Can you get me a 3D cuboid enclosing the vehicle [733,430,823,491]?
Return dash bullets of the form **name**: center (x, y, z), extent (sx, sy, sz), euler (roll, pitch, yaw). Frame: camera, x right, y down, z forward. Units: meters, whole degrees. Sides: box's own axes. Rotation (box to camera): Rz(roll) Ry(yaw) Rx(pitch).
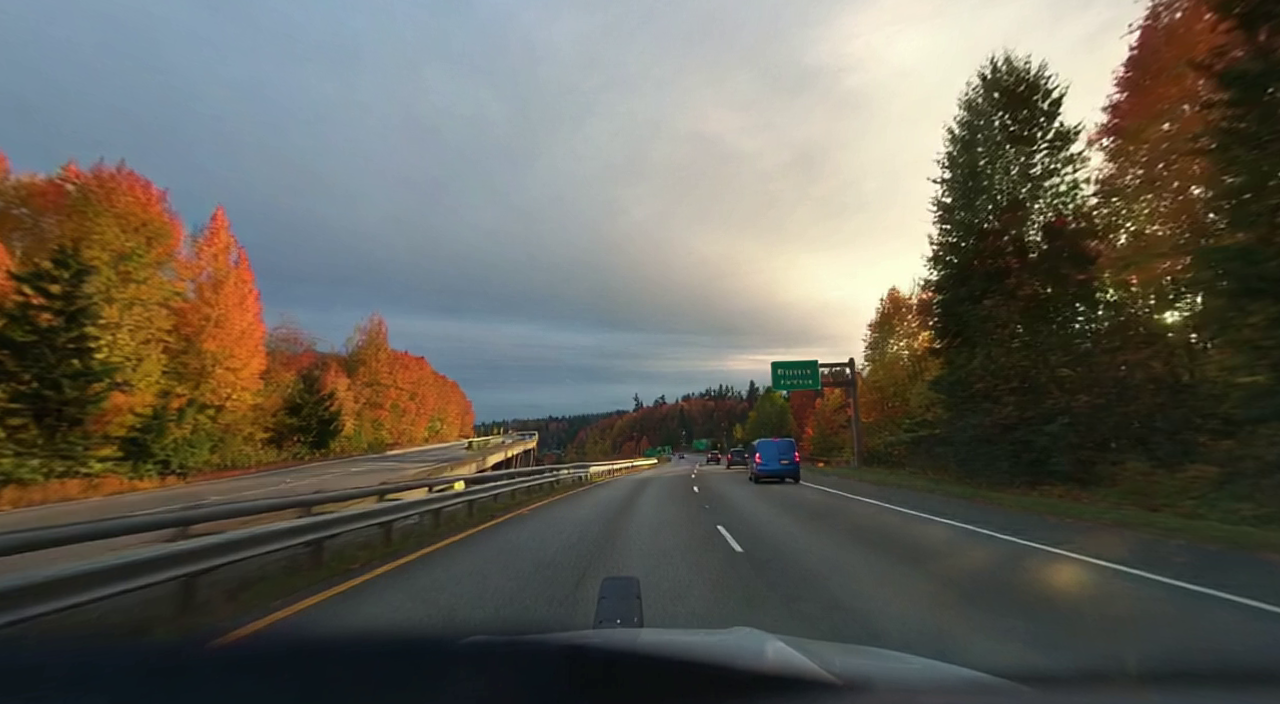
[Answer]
- **vehicle**: center (4.848, 3.915, 22.848), extent (2.205, 1.923, 4.956), euler (-1, -9, 1)
